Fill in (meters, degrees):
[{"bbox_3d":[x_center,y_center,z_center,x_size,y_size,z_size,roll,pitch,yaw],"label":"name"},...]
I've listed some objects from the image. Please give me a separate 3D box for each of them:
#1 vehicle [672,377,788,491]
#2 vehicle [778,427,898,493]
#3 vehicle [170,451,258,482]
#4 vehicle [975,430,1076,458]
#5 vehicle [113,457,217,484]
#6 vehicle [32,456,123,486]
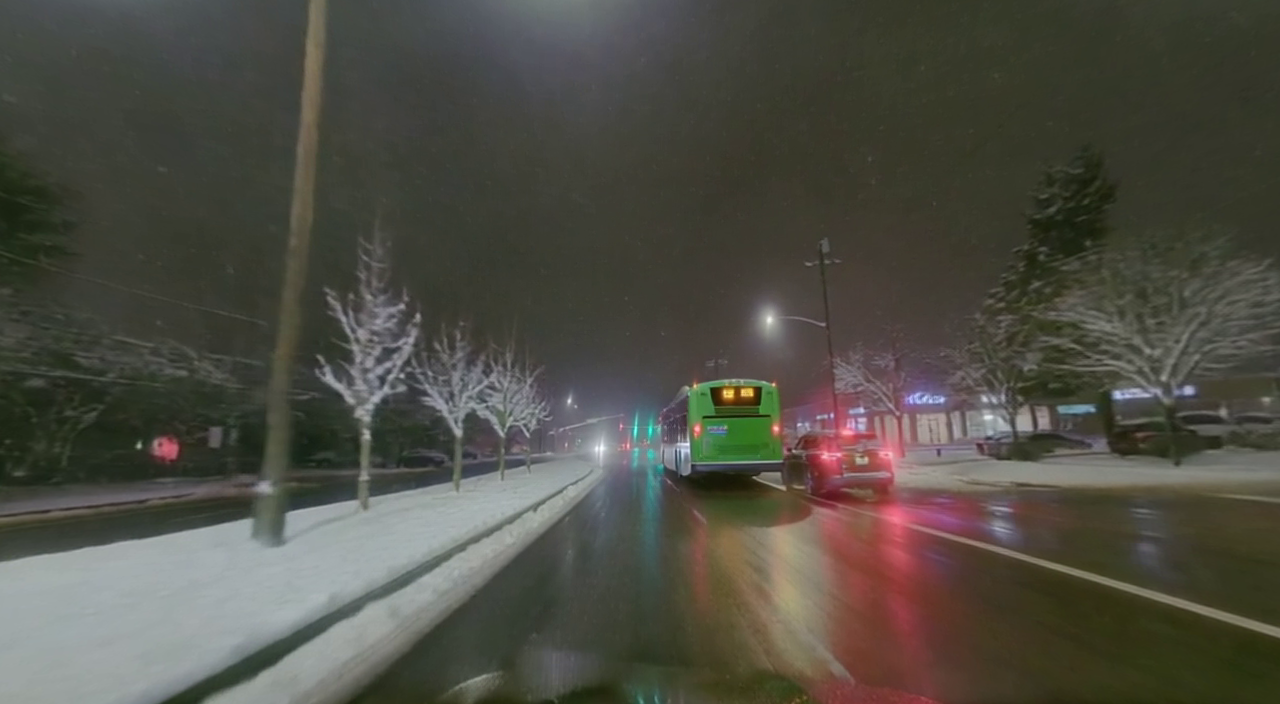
[{"bbox_3d":[2.850,3.058,22.969,2.766,3.306,9.281,0,-8,0],"label":"vehicle"},{"bbox_3d":[5.950,3.311,19.646,2.129,1.754,4.668,0,-8,-1],"label":"vehicle"},{"bbox_3d":[-28.326,7.594,42.062,2.181,1.901,5.196,0,-8,1],"label":"vehicle"},{"bbox_3d":[21.750,5.203,35.605,4.589,1.480,1.979,1,-9,-10],"label":"vehicle"},{"bbox_3d":[-30.980,7.734,41.382,2.314,1.487,5.898,0,-9,-1],"label":"vehicle"},{"bbox_3d":[-36.809,7.765,41.347,1.941,1.761,4.272,-1,-8,1],"label":"vehicle"}]
